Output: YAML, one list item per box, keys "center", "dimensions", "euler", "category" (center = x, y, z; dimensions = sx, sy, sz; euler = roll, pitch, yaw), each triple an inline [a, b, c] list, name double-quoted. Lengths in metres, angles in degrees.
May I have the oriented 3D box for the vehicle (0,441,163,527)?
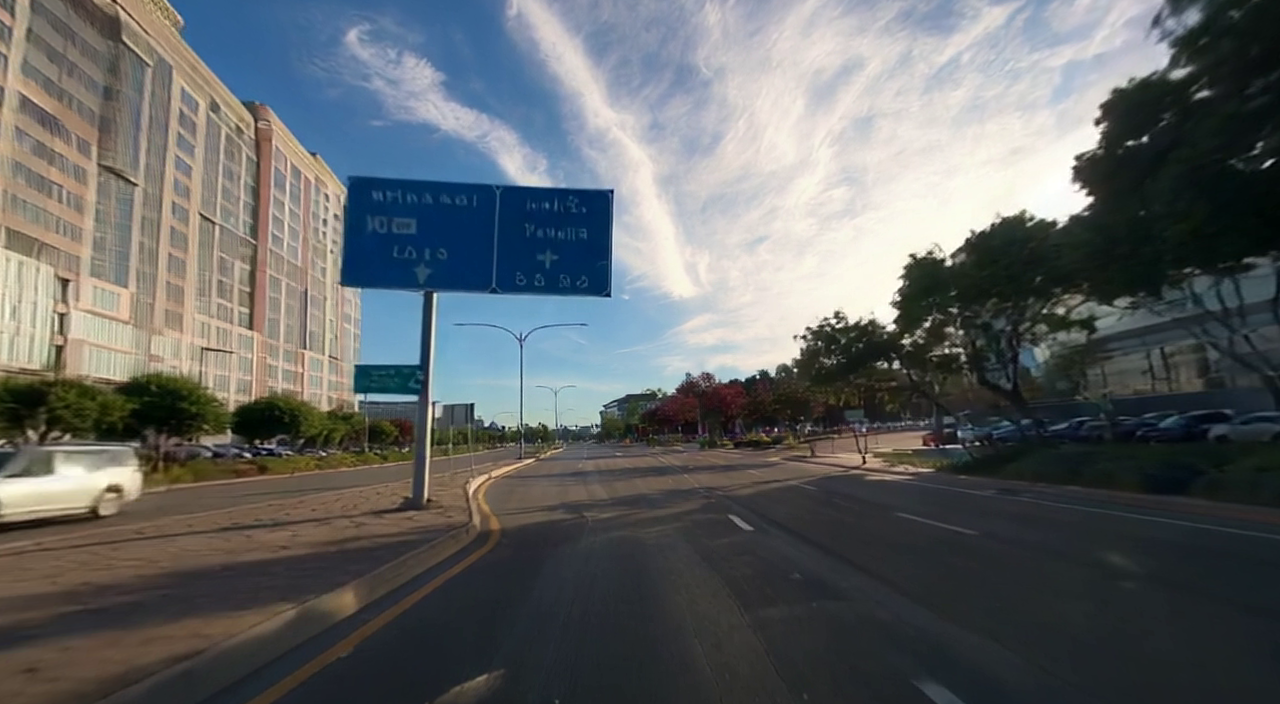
- center: [-14.326, 3.036, 15.021]
  dimensions: [2.105, 1.774, 4.800]
  euler: [0, -9, 1]
  category: "vehicle"
